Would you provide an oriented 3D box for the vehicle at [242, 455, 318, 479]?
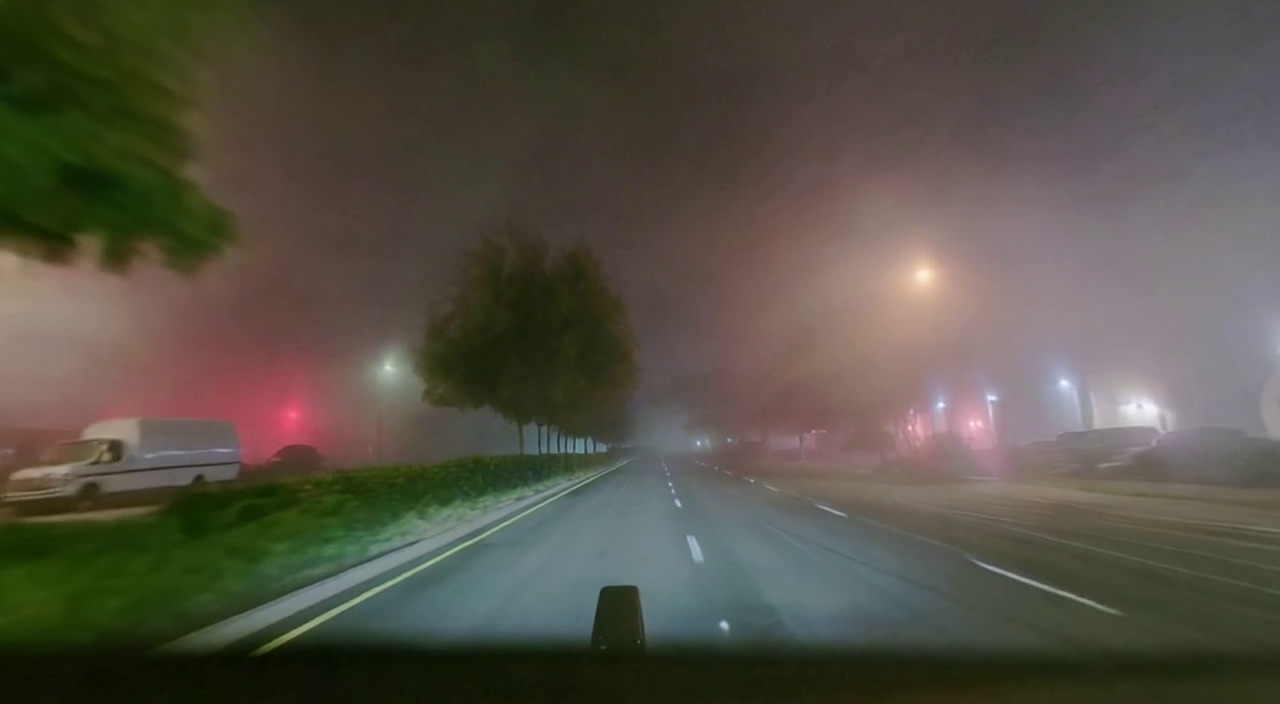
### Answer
[{"bbox_3d":[-25.144,8.005,44.054,1.880,1.341,4.090,1,-6,35],"label":"vehicle"}]

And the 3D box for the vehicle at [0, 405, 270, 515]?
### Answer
[{"bbox_3d":[-19.395,4.164,25.092,2.898,3.487,9.955,0,-8,2],"label":"vehicle"}]
